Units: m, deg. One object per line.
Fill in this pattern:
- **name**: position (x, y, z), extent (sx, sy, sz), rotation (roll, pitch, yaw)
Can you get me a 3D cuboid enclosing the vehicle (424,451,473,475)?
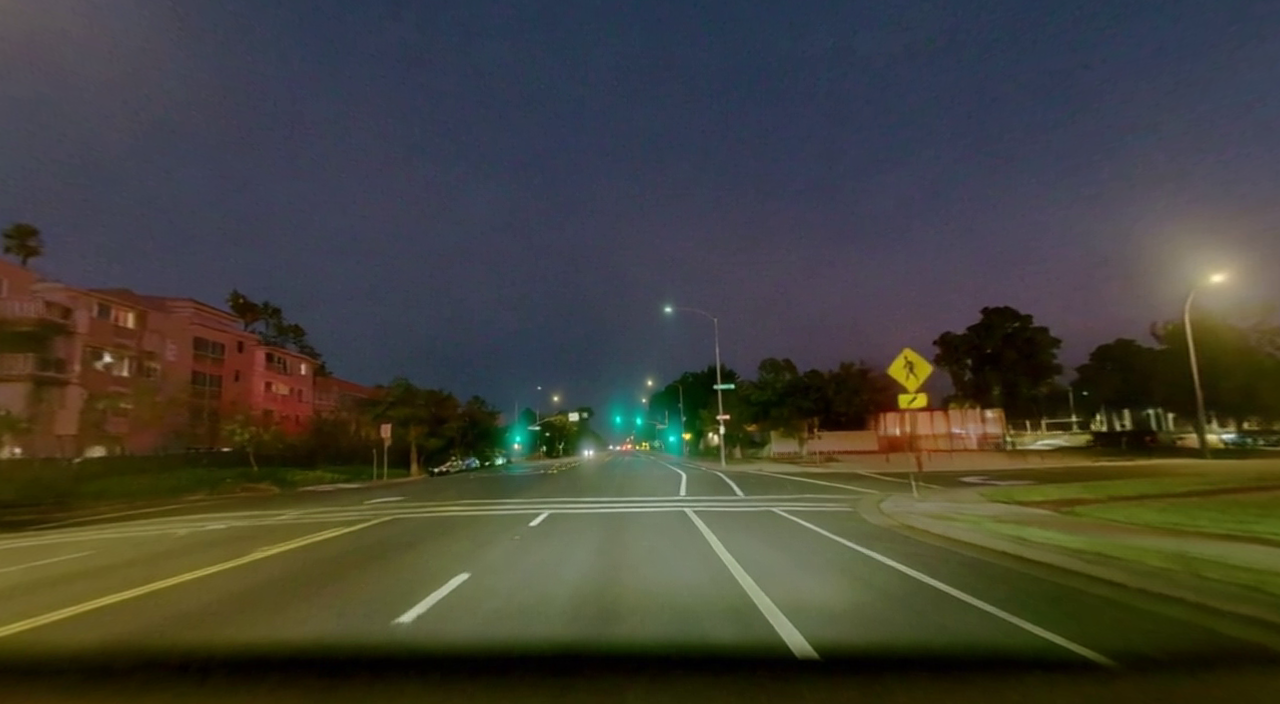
- **vehicle**: position (-14.604, 8.532, 48.484), extent (2.085, 1.685, 4.523), rotation (-1, -10, 3)
